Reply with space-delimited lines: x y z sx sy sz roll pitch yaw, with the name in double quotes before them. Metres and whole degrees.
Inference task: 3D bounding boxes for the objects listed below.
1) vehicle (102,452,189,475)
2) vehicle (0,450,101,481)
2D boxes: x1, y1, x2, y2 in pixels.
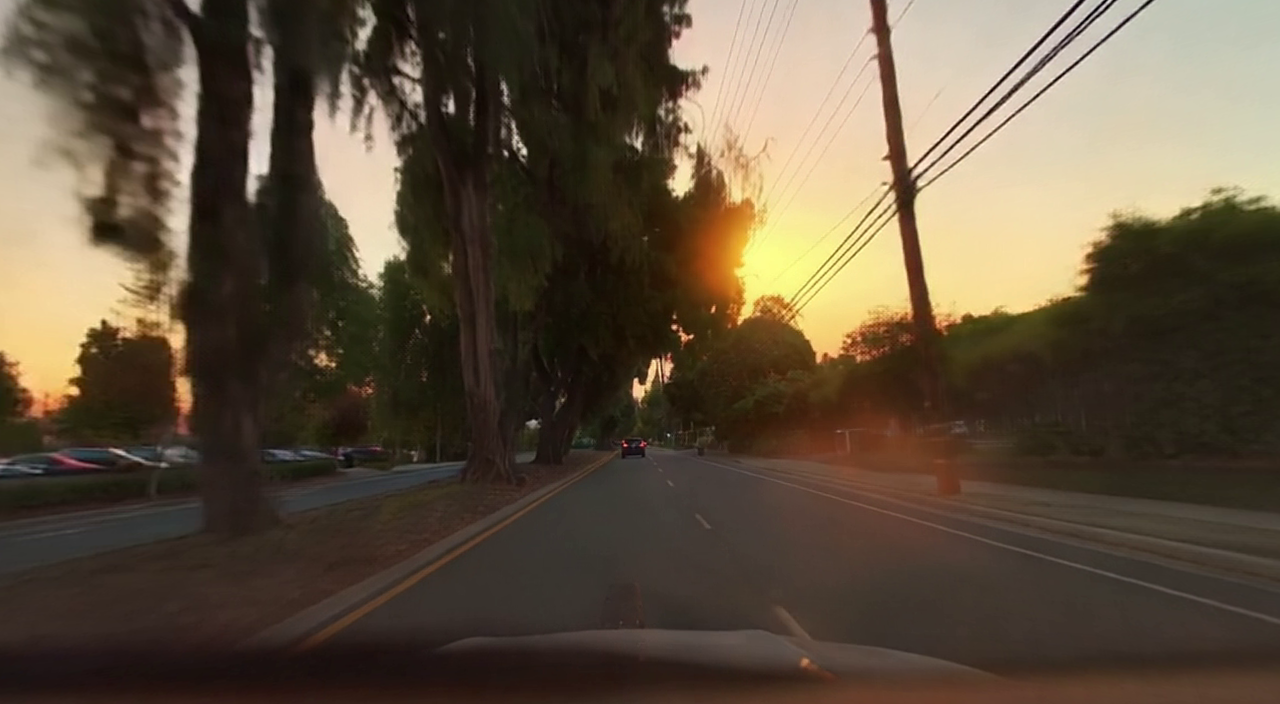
"vehicle" -34.324 7.743 43.942 4.367 1.464 1.992 -1 -9 2
"vehicle" -34.102 6.453 35.967 4.662 1.660 2.312 0 -9 -2
